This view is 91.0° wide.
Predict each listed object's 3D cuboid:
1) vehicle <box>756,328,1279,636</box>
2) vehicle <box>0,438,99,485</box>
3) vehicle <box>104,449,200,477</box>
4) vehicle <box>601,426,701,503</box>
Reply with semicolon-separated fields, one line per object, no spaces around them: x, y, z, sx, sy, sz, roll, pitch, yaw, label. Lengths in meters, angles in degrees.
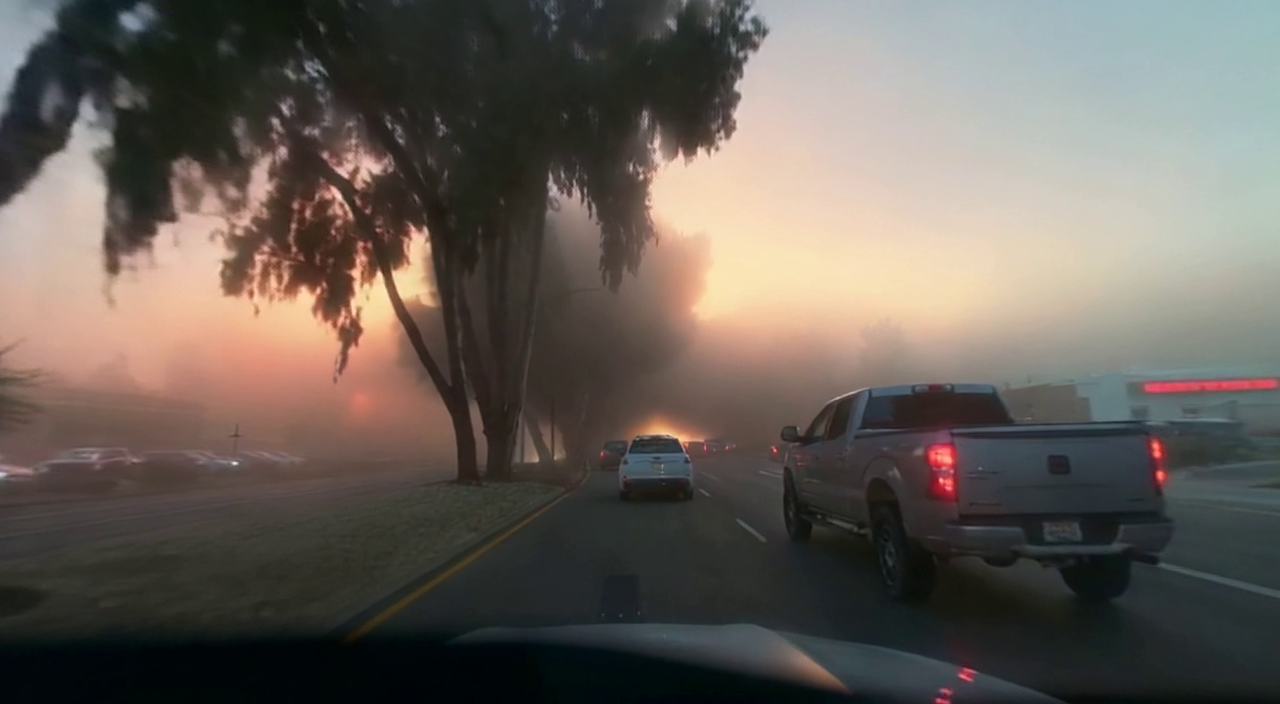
3.337;1.329;7.367;2.731;2.101;6.047;0;-9;-1;vehicle
-32.175;5.570;31.834;2.664;2.215;7.903;-2;-9;-1;vehicle
-28.072;6.404;36.316;3.894;1.527;1.872;-1;-10;-1;vehicle
0.233;2.755;15.704;2.145;1.650;4.021;0;-9;0;vehicle
